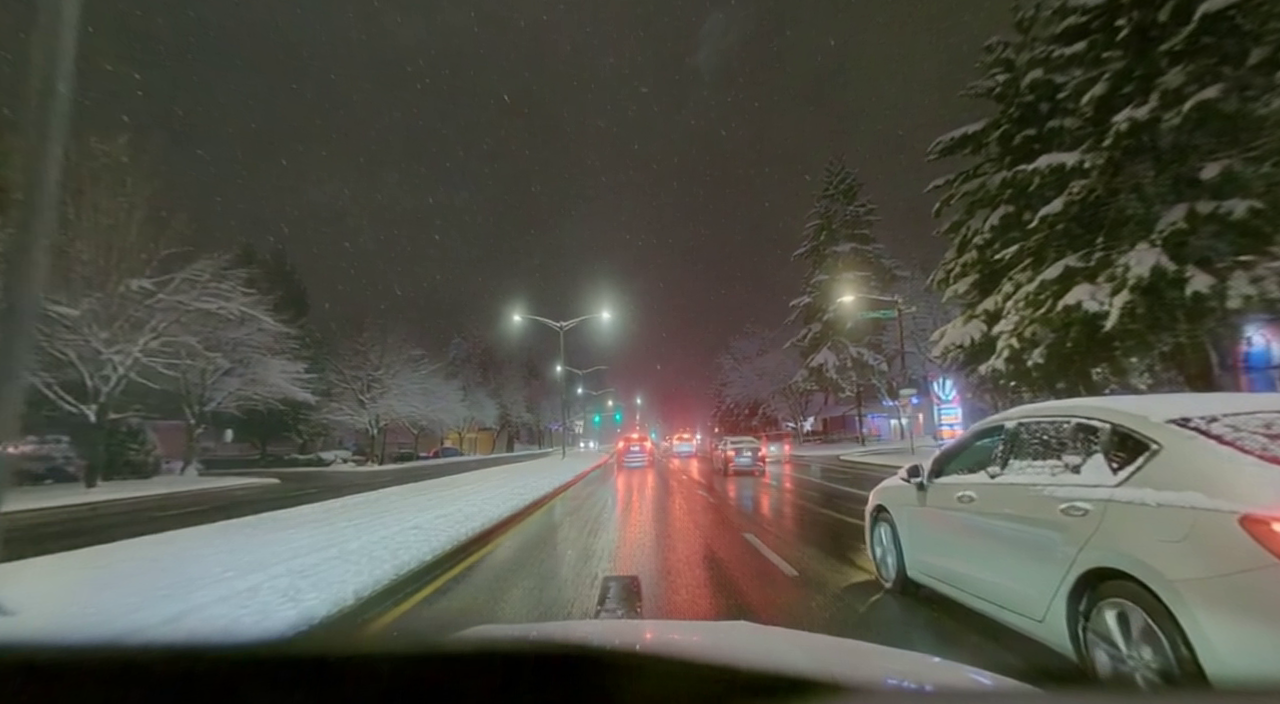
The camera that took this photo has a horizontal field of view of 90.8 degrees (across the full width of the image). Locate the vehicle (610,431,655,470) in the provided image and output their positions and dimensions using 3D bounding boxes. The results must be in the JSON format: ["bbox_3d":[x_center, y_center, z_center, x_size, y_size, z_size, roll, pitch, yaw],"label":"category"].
[{"bbox_3d":[-0.390,4.908,31.718,2.106,1.798,4.168,0,-8,0],"label":"vehicle"}]

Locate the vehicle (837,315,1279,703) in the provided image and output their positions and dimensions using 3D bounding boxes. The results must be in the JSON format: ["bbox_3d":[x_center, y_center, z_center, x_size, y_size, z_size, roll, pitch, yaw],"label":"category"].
[{"bbox_3d":[3.015,0.994,3.808,2.153,1.658,4.485,0,-8,-1],"label":"vehicle"}]

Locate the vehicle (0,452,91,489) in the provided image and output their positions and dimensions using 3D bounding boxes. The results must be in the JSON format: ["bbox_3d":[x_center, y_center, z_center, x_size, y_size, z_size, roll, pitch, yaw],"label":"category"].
[{"bbox_3d":[-30.832,5.891,31.577,4.678,1.692,2.118,0,-8,0],"label":"vehicle"}]

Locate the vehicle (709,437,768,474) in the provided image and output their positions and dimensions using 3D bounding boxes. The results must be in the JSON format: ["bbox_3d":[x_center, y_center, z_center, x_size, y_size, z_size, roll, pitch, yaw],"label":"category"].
[{"bbox_3d":[4.098,4.382,26.959,1.883,1.452,4.258,0,-8,0],"label":"vehicle"}]
